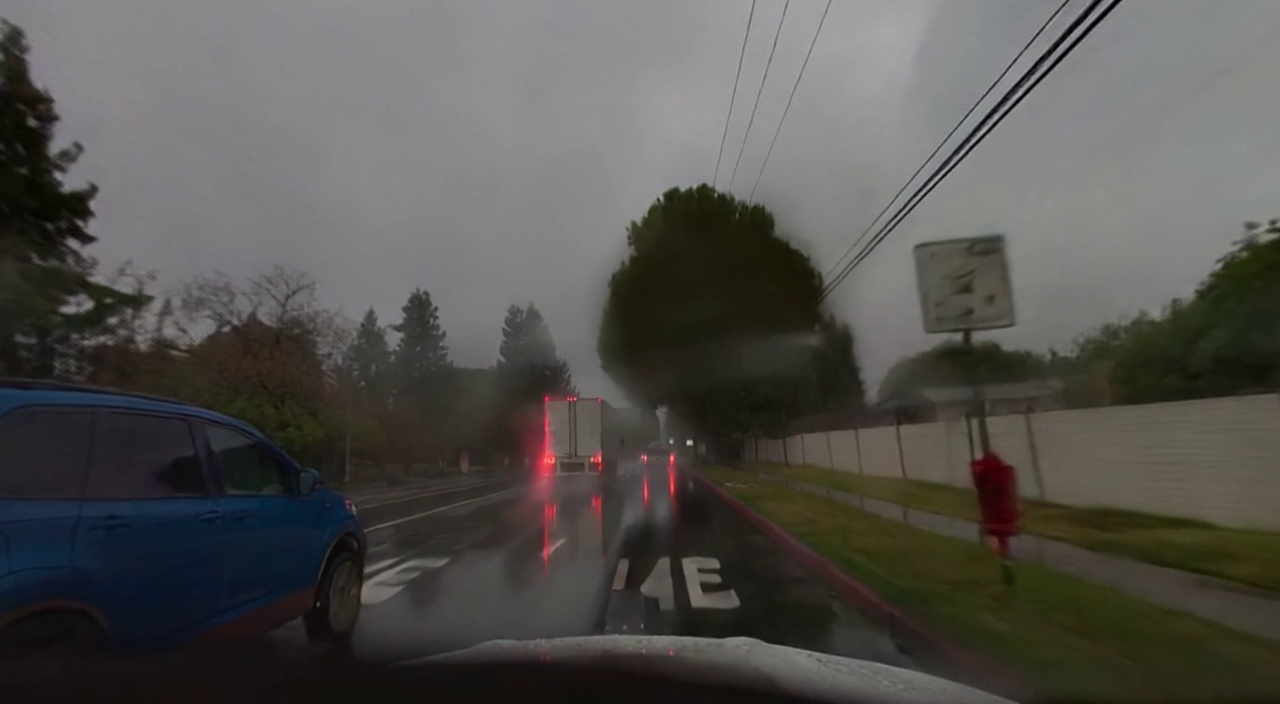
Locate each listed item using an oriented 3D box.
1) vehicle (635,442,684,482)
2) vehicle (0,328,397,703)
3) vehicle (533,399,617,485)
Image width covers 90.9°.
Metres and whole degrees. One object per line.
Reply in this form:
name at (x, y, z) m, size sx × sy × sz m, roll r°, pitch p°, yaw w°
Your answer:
vehicle at (0.887, 5.196, 29.928) m, size 2.174 × 1.749 × 4.113 m, roll 0°, pitch -9°, yaw 1°
vehicle at (-3.243, 1.006, 3.225) m, size 2.093 × 1.832 × 4.508 m, roll 0°, pitch -9°, yaw 1°
vehicle at (-2.957, 4.566, 31.633) m, size 2.928 × 3.658 × 8.980 m, roll 0°, pitch -9°, yaw 2°
